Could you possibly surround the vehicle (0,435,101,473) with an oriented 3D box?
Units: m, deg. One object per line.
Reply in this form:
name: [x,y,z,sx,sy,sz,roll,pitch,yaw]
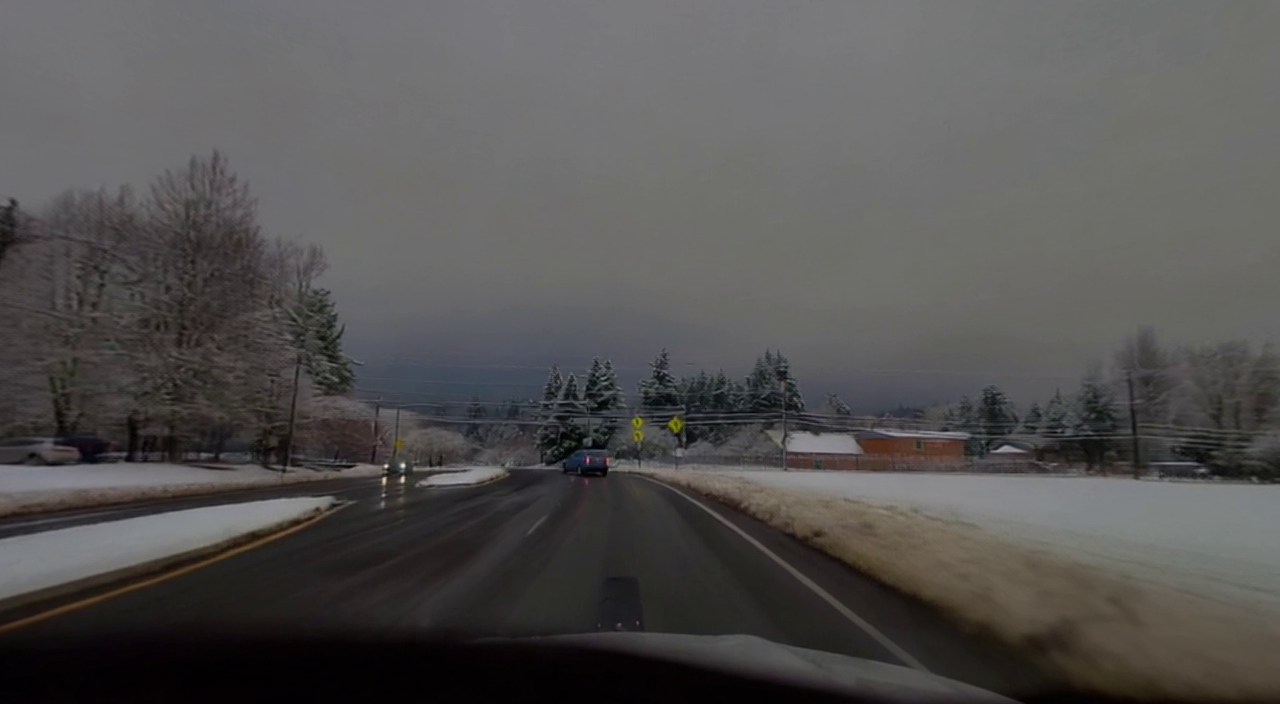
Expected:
vehicle: [-29.127,4.905,30.511,4.816,1.696,2.323,-3,-9,17]
